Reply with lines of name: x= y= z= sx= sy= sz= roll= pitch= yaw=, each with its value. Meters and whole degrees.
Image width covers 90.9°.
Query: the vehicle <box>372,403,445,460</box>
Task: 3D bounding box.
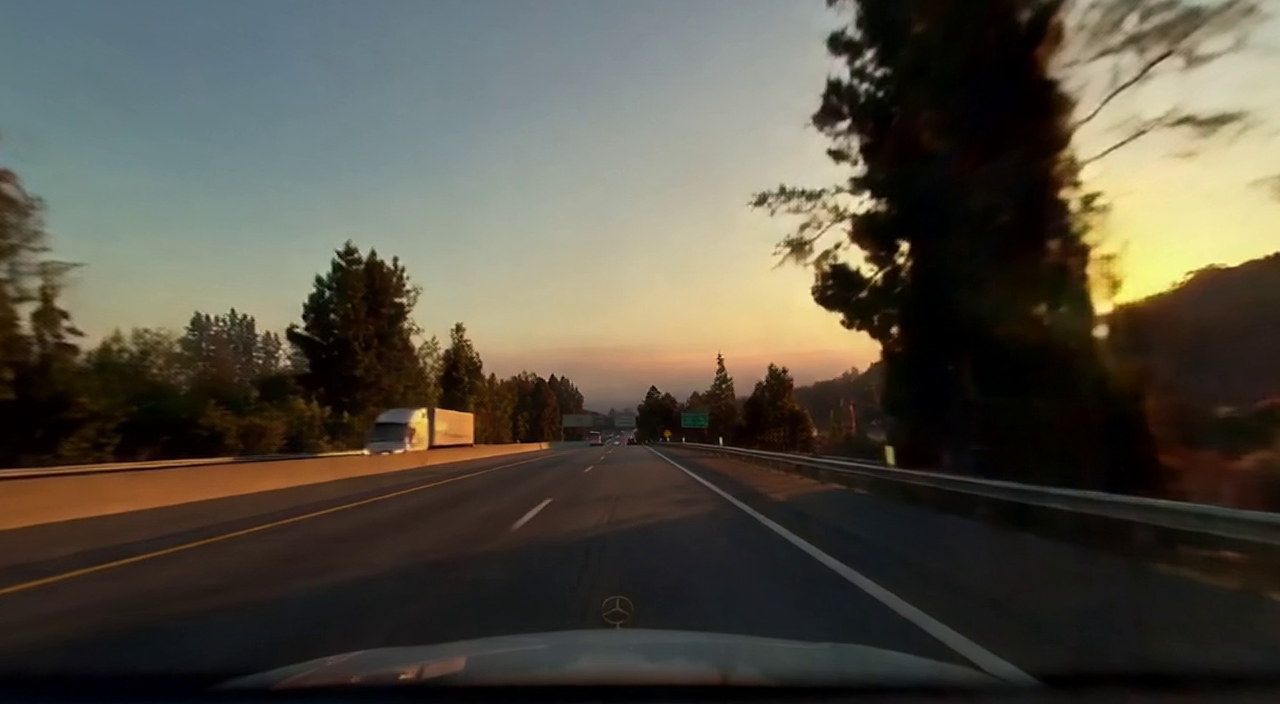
vehicle: x=-17.008 y=5.910 z=46.871 sx=3.172 sy=3.915 sz=5.914 roll=0 pitch=-8 yaw=-1
